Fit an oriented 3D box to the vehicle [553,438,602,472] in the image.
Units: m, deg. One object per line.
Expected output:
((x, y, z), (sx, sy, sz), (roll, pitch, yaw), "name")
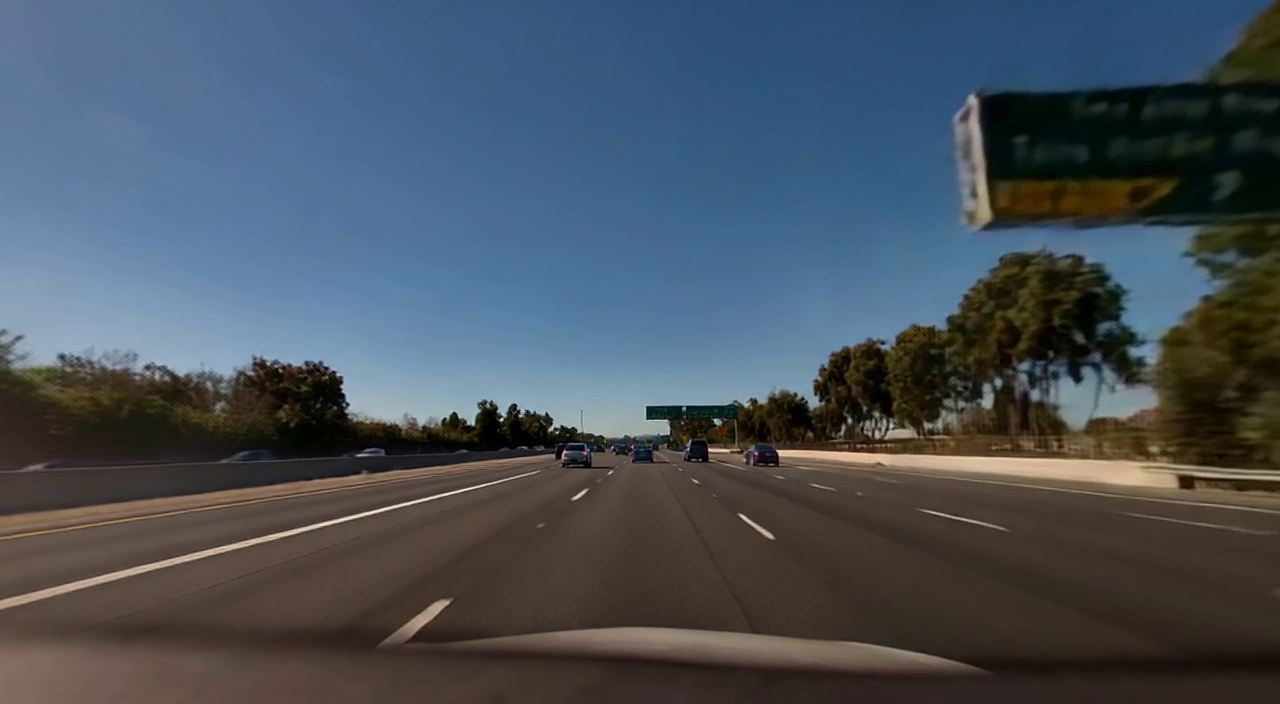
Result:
((-3.398, 5.736, 35.240), (2.118, 1.750, 4.875), (0, -9, 1), "vehicle")

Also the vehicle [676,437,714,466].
((4.050, 7.410, 47.017), (2.348, 1.991, 5.460), (0, -9, 0), "vehicle")

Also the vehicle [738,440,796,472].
((6.998, 5.787, 35.311), (2.196, 1.659, 4.451), (0, -9, -2), "vehicle")

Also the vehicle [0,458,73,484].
((-36.887, 7.117, 37.870), (1.738, 1.412, 4.086), (0, -9, 1), "vehicle")

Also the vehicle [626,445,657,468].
((0.155, 7.241, 43.868), (2.050, 1.452, 3.917), (0, -9, 2), "vehicle")
